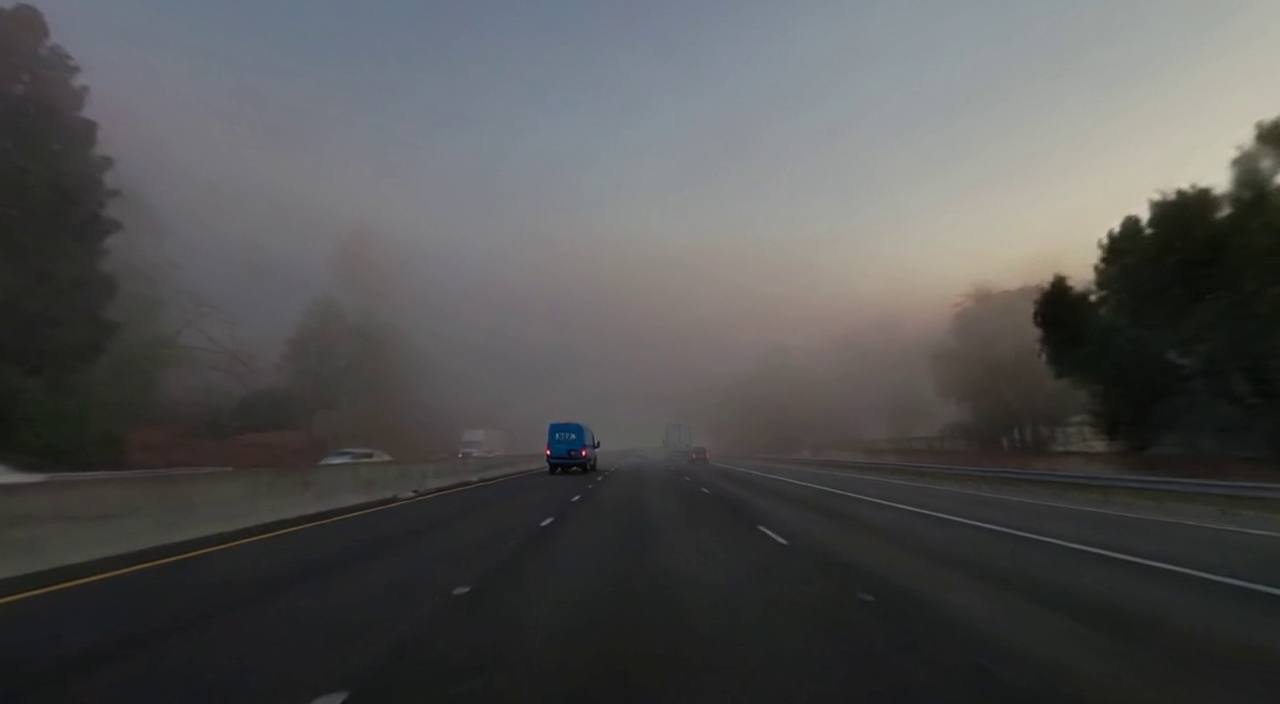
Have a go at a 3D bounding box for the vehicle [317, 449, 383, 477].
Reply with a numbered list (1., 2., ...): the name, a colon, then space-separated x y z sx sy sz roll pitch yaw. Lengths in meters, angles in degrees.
1. vehicle: -16.283 6.235 35.617 1.745 1.456 4.110 0 -9 0

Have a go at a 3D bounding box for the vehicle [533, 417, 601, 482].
1. vehicle: -3.199 4.537 29.464 2.380 2.648 6.879 0 -9 0

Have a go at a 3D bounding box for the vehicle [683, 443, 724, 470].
1. vehicle: 4.065 6.757 41.040 2.066 1.638 4.158 0 -9 -2
